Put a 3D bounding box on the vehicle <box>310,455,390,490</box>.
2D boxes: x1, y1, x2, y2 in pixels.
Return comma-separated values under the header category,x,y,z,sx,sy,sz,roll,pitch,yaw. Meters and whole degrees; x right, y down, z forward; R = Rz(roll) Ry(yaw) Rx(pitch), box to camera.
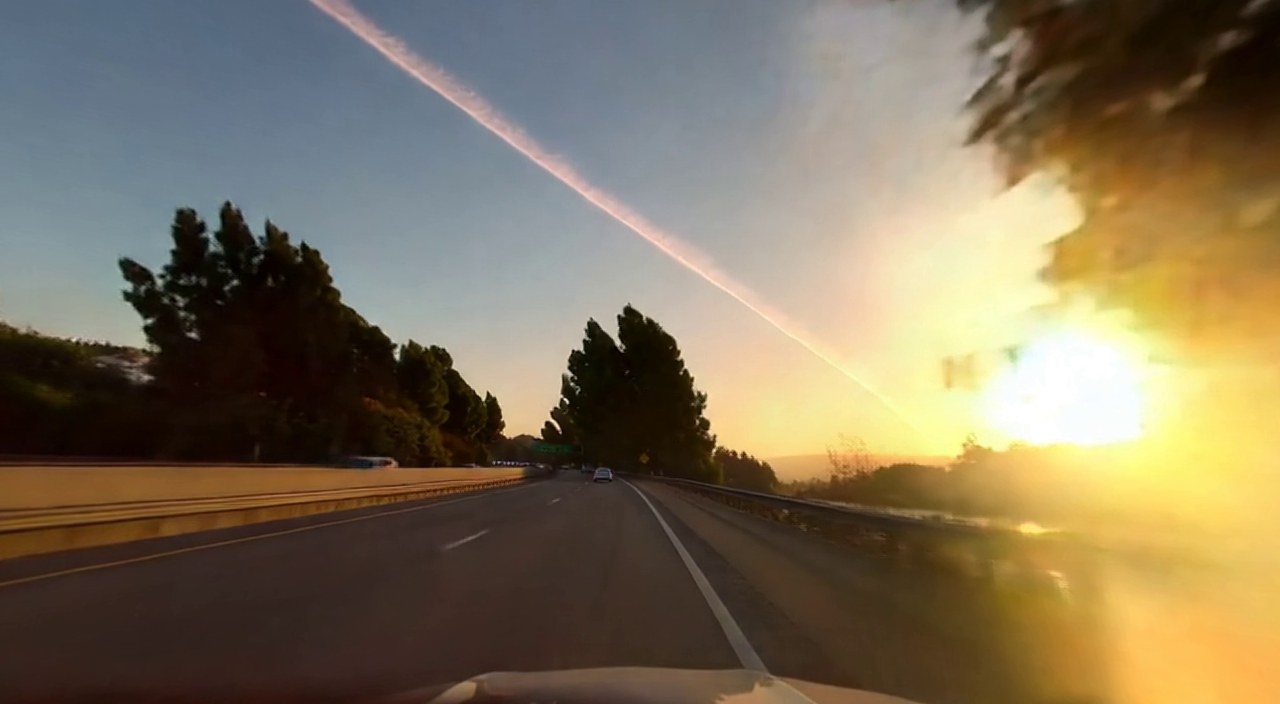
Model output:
category,x,y,z,sx,sy,sz,roll,pitch,yaw
vehicle,-14.338,6.018,31.485,1.931,1.540,4.465,1,-11,-1
